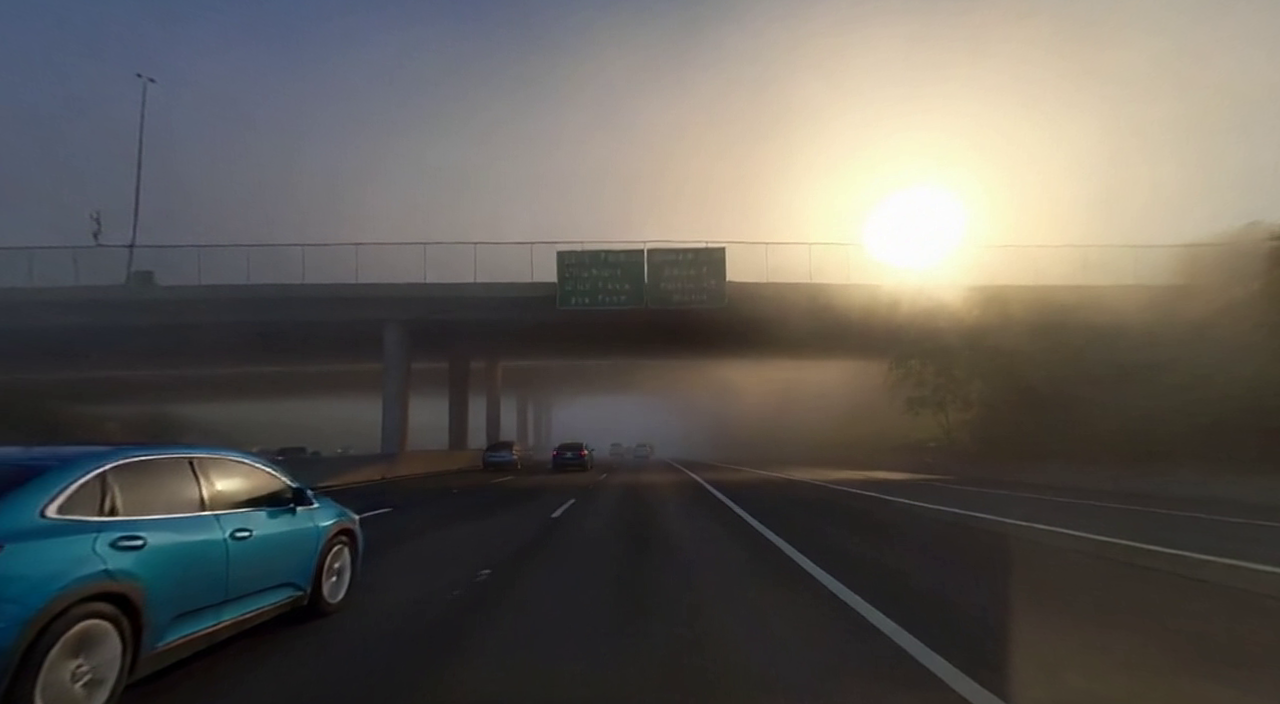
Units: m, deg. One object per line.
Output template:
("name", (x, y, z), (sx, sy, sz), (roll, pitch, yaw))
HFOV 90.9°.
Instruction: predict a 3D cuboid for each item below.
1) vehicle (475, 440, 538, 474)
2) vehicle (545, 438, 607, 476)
("vehicle", (-6.593, 5.259, 31.755), (2.069, 1.551, 4.830), (0, -8, 1))
("vehicle", (-2.858, 4.824, 29.216), (2.210, 1.628, 4.586), (-1, -8, 2))
